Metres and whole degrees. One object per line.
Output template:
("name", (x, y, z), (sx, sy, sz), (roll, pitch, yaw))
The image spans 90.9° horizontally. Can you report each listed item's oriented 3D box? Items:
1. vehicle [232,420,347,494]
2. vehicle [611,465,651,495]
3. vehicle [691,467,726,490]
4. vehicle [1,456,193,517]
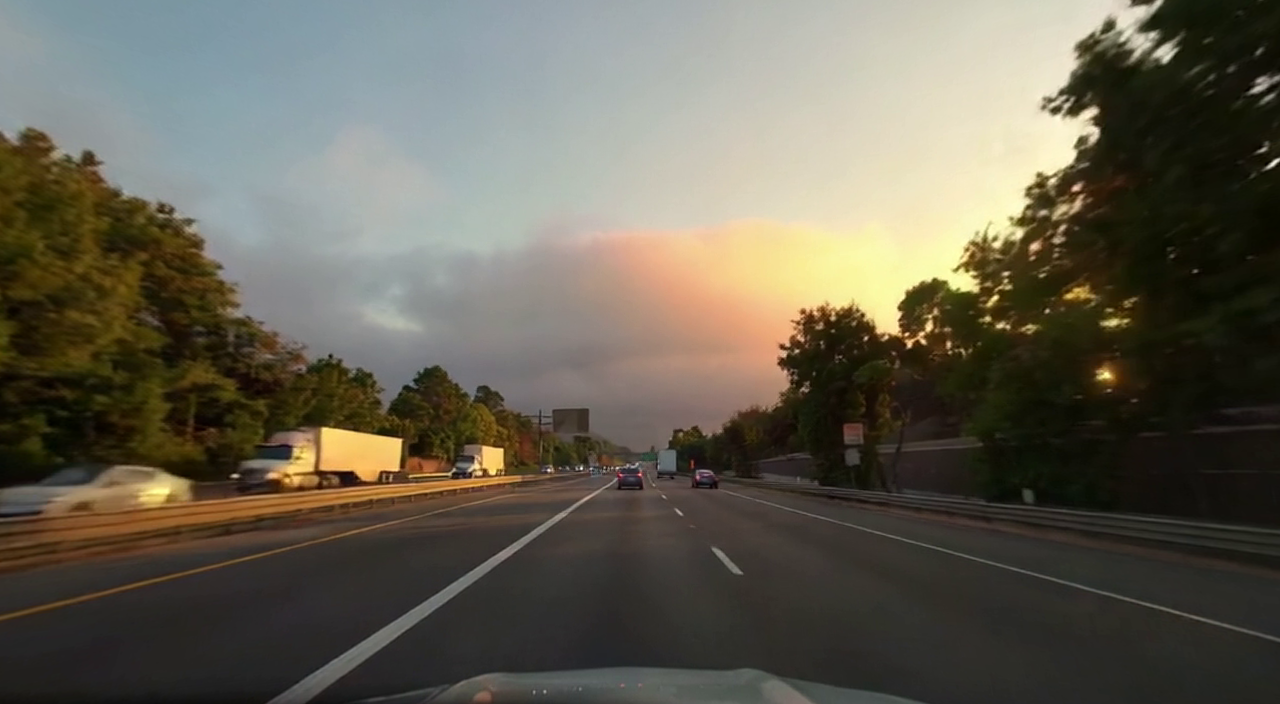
("vehicle", (-20.279, 6.200, 36.985), (2.958, 3.951, 6.109), (0, -10, 0))
("vehicle", (-0.472, 6.713, 33.340), (2.010, 1.436, 3.973), (1, -10, -1))
("vehicle", (4.909, 9.159, 45.763), (1.897, 1.476, 4.334), (1, -10, -2))
("vehicle", (-15.921, 3.961, 18.855), (1.841, 1.543, 4.286), (1, -10, 0))
